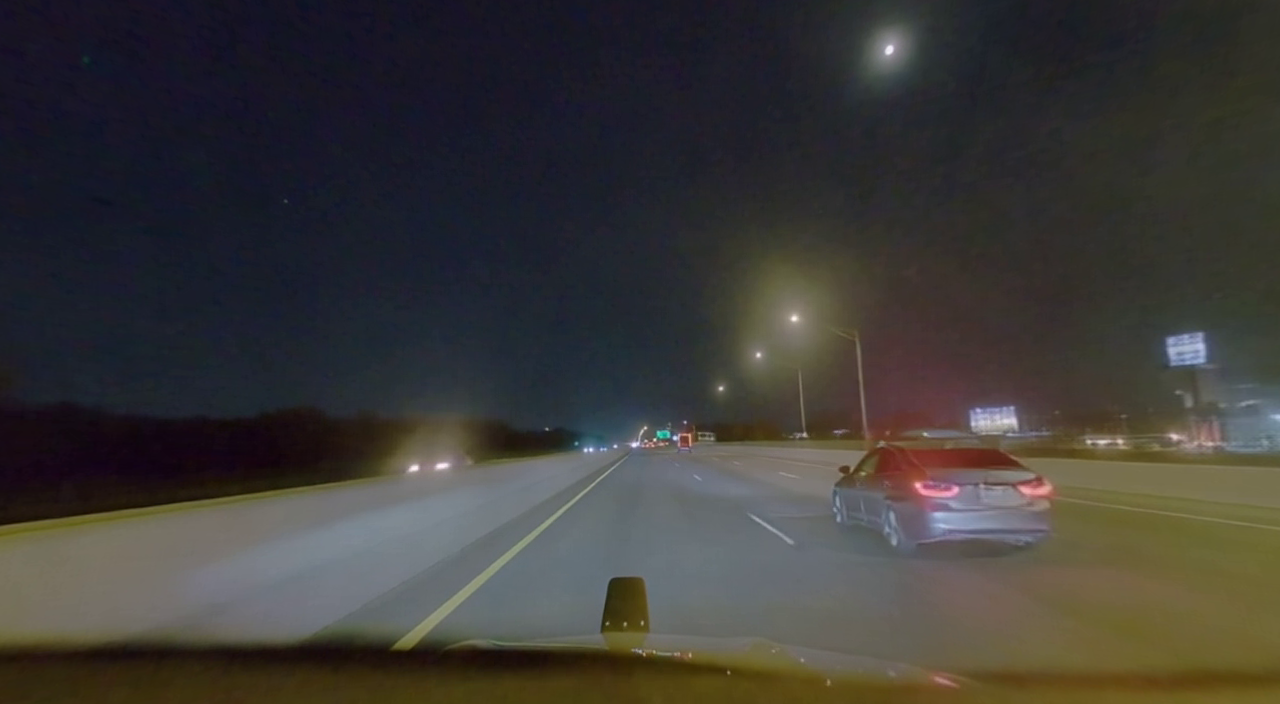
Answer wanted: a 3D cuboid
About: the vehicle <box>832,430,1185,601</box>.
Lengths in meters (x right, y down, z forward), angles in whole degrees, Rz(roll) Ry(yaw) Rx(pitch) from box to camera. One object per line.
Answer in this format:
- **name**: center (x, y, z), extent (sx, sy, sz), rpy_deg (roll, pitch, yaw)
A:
- **vehicle**: center (3.679, 1.645, 7.242), extent (1.683, 1.400, 3.868), rpy_deg (0, -8, 0)
